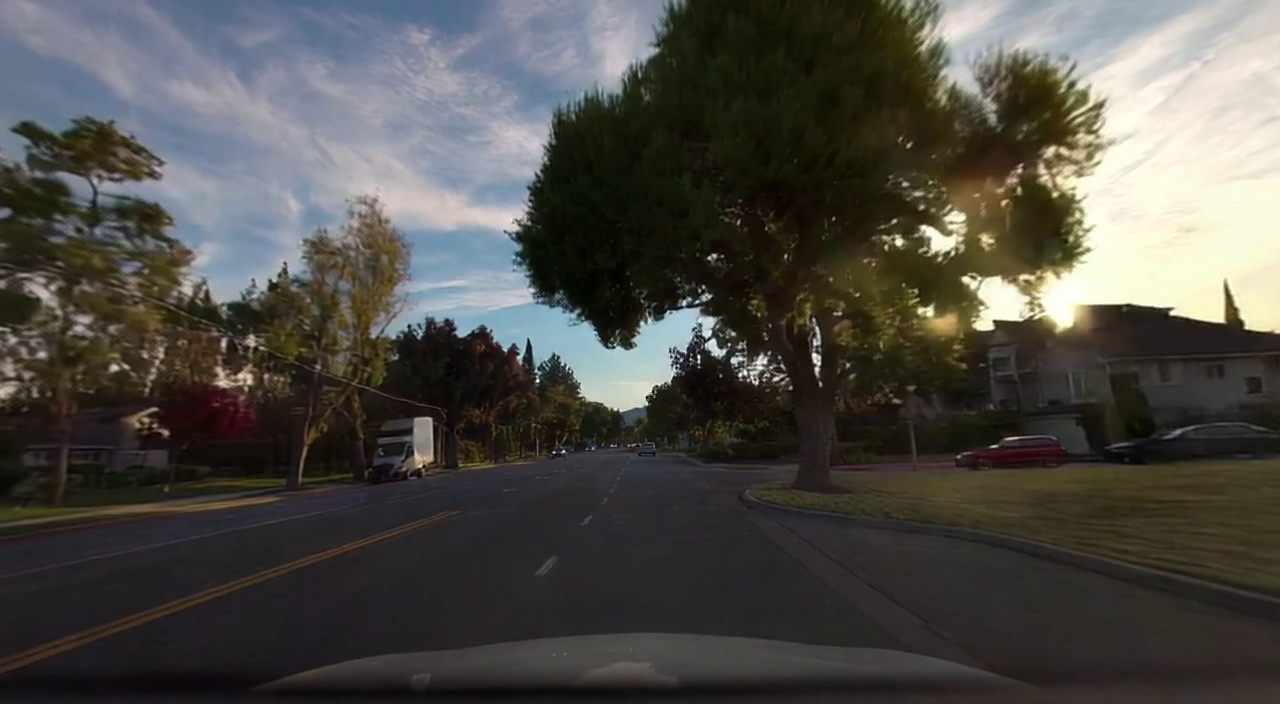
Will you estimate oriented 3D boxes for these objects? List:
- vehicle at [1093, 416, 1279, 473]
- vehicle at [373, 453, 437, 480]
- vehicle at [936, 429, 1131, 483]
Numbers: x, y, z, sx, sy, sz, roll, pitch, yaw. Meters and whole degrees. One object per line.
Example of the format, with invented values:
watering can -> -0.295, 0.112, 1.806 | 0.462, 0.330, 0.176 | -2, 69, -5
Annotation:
vehicle -> 18.843, 3.175, 21.641 | 4.821, 1.832, 2.196 | 0, -9, -1
vehicle -> -14.190, 6.913, 38.202 | 2.557, 1.485, 2.907 | -3, -8, 5
vehicle -> 13.313, 3.526, 21.619 | 5.177, 1.468, 2.090 | -3, -6, 3
